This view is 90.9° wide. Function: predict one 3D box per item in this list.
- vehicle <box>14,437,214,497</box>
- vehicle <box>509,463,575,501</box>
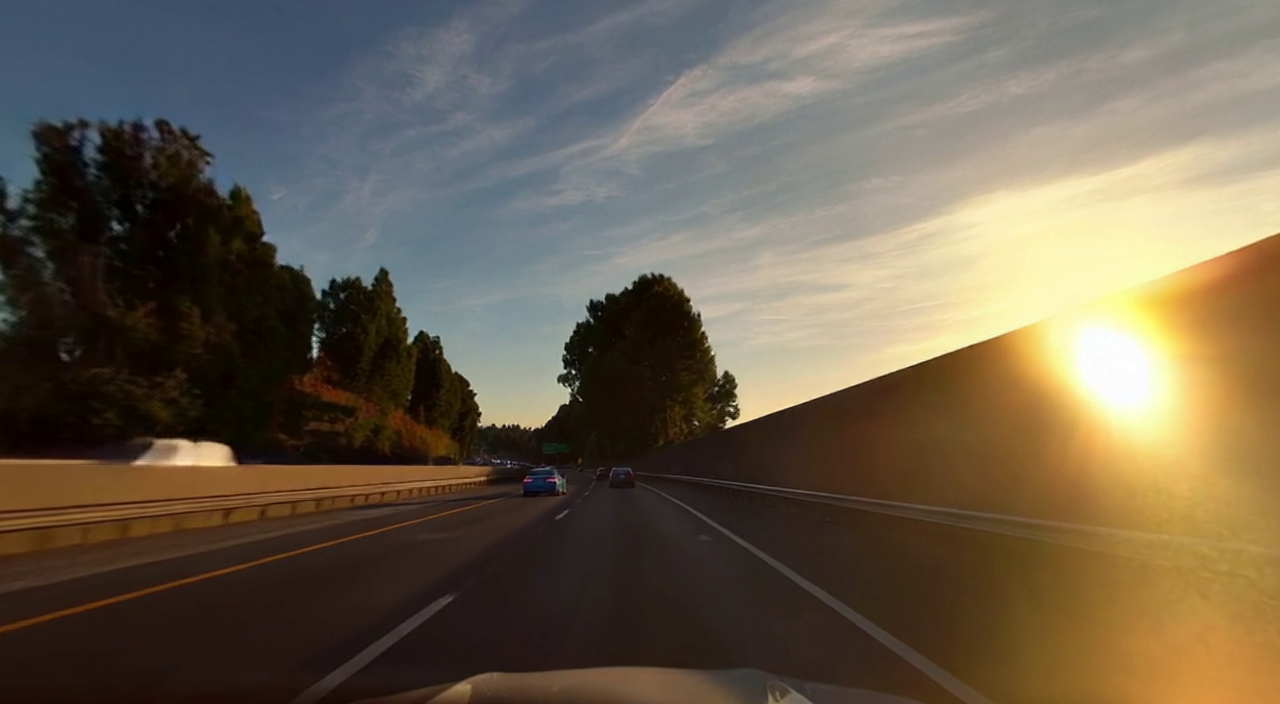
[{"bbox_3d":[-16.617,3.716,20.371,2.289,1.672,4.818,1,-11,-1],"label":"vehicle"},{"bbox_3d":[-4.274,5.809,28.341,2.310,1.521,4.731,1,-11,-1],"label":"vehicle"}]
